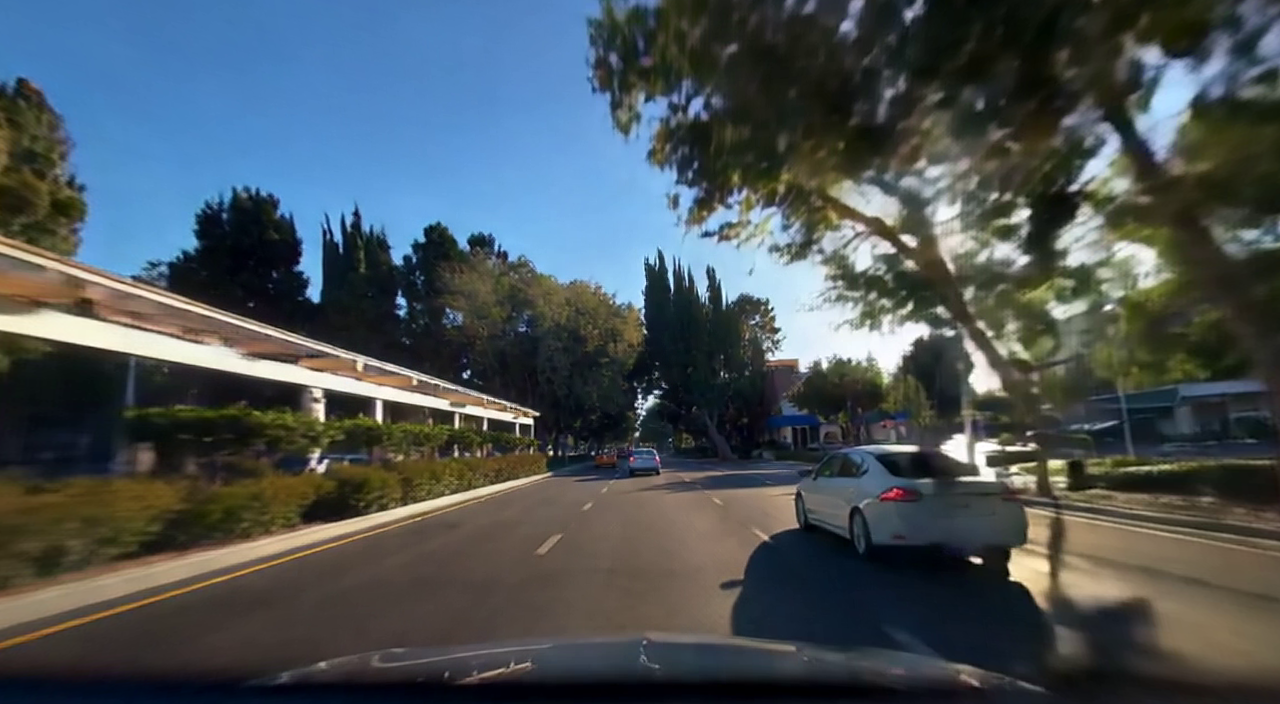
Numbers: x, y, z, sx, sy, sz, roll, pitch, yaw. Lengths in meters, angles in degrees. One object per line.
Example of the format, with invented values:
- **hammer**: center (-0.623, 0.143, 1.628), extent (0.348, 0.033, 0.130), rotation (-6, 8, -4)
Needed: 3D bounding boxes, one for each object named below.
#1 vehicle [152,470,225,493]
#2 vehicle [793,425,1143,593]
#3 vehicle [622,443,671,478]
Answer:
- **vehicle**: center (-31.864, 9.097, 44.464), extent (4.557, 1.468, 1.938), rotation (-4, -9, 23)
- **vehicle**: center (3.512, 1.750, 7.943), extent (2.067, 1.497, 4.327), rotation (0, -9, 0)
- **vehicle**: center (0.286, 5.089, 29.938), extent (2.144, 1.505, 4.128), rotation (0, -9, 0)
